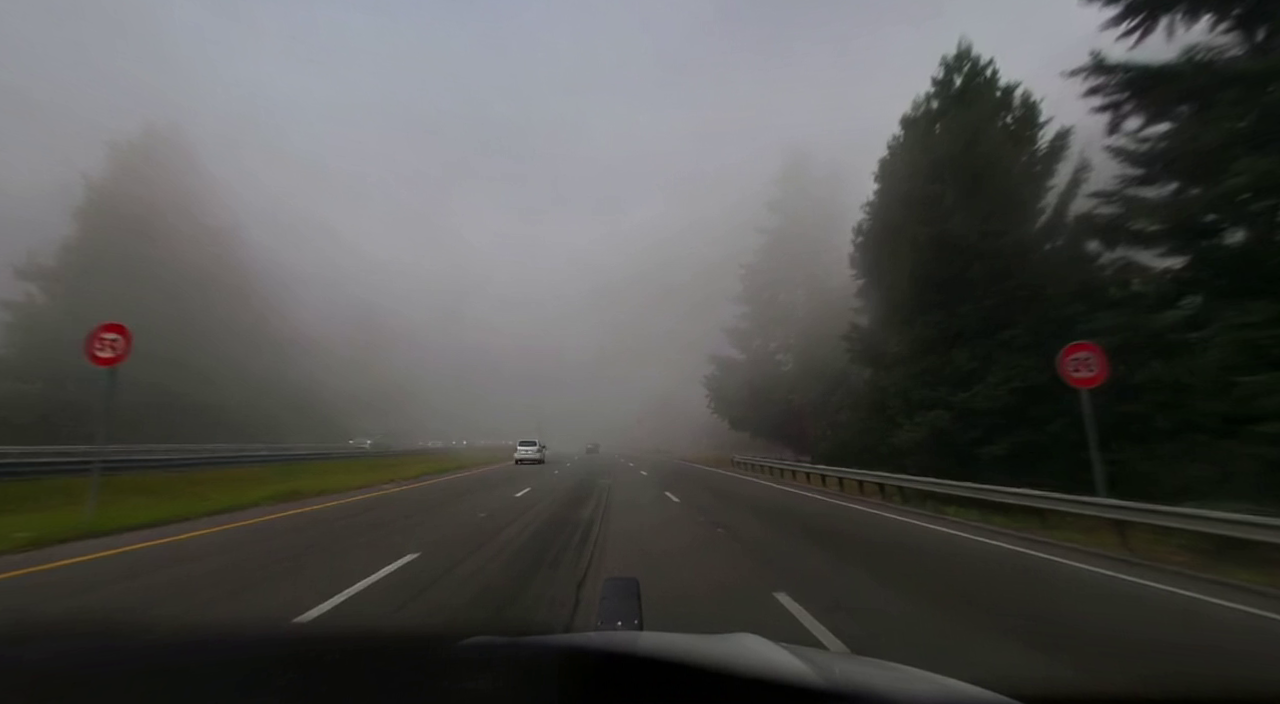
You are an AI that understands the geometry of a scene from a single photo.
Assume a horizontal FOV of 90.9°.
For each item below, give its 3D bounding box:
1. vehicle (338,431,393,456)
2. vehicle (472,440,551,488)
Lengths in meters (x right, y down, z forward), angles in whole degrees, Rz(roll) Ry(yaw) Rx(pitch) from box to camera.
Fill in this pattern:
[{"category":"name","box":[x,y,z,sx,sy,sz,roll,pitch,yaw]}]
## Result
[{"category":"vehicle","box":[-18.486,6.182,42.649,2.029,1.579,4.139,0,-8,-3]},{"category":"vehicle","box":[-4.024,3.557,20.404,1.874,1.369,3.875,0,-8,-2]}]
